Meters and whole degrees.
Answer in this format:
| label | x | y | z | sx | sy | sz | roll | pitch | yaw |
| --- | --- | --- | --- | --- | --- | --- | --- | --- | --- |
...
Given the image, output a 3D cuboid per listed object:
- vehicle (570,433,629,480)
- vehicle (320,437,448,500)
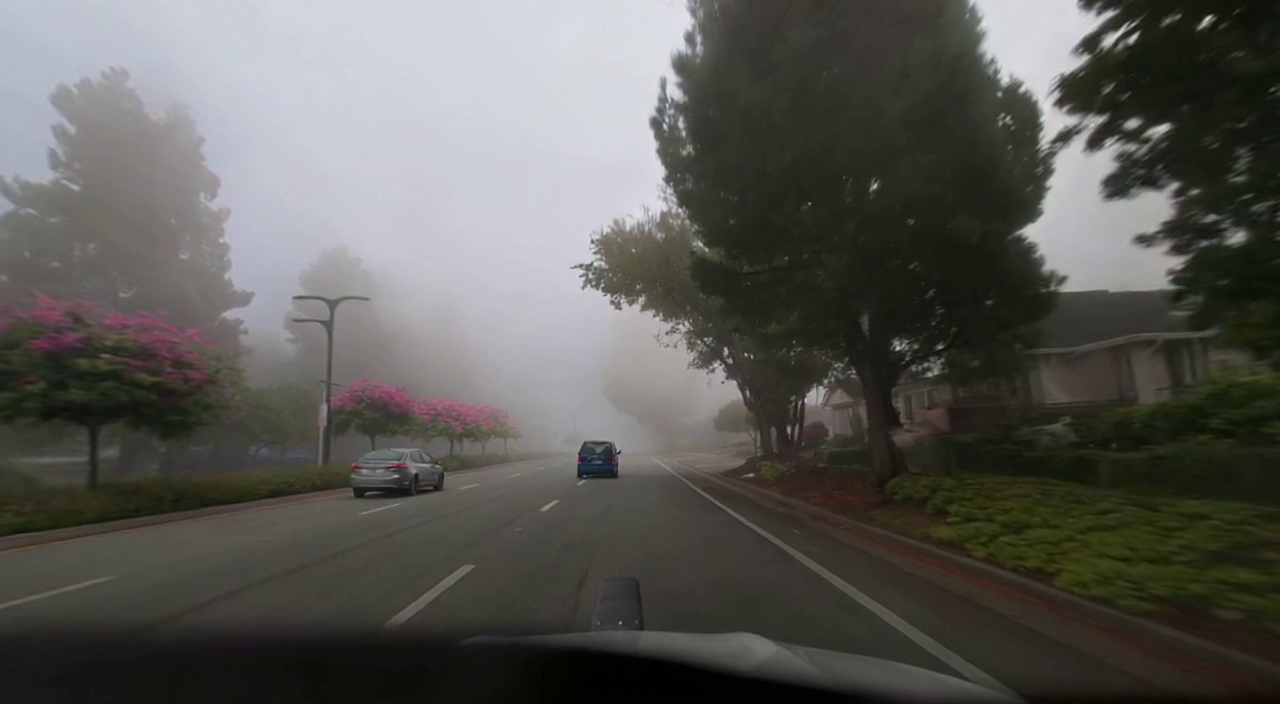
| label | x | y | z | sx | sy | sz | roll | pitch | yaw |
| --- | --- | --- | --- | --- | --- | --- | --- | --- | --- |
| vehicle | -1.616 | 4.364 | 26.654 | 2.070 | 1.764 | 4.552 | 0 | -8 | 1 |
| vehicle | -7.505 | 3.438 | 19.111 | 1.993 | 1.657 | 4.487 | 0 | -8 | 0 |
